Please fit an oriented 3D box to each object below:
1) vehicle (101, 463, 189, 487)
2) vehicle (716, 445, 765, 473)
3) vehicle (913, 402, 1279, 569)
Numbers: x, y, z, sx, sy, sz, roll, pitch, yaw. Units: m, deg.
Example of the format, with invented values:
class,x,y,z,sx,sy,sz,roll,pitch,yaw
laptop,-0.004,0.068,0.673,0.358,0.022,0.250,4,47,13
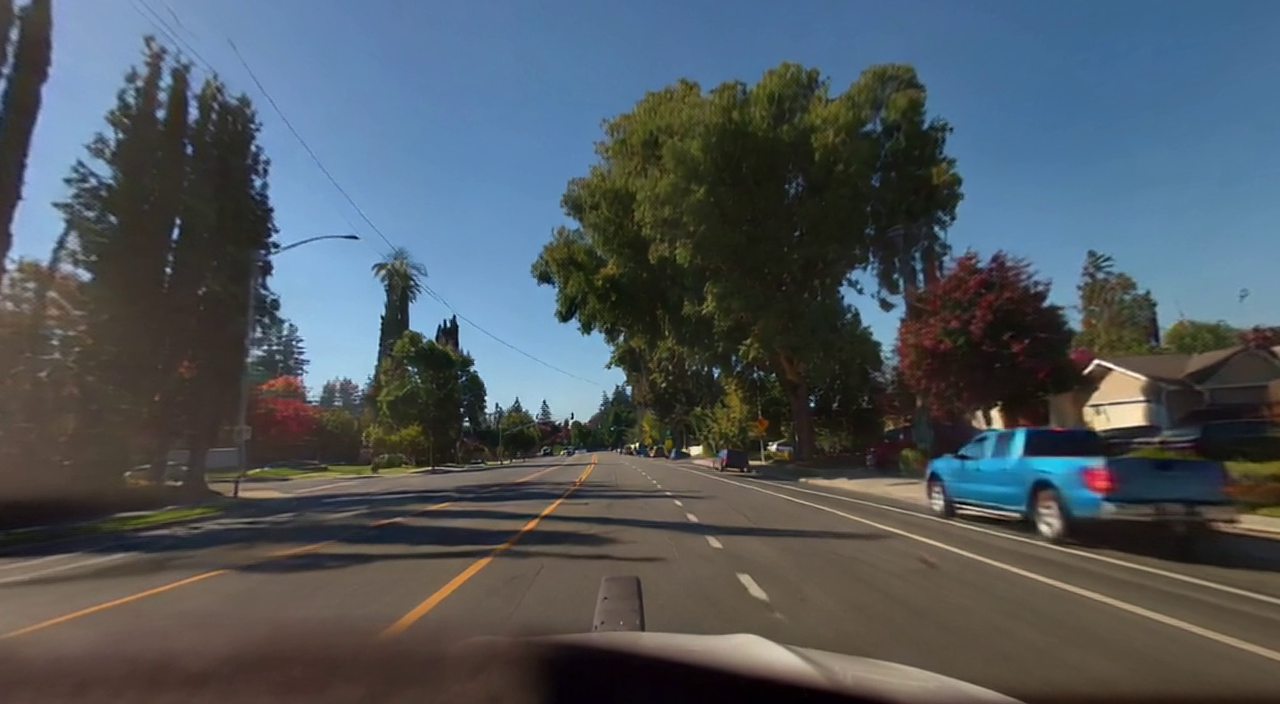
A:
class,x,y,z,sx,sy,sz,roll,pitch,yaw
vehicle,-32.901,8.184,42.061,4.242,1.473,1.820,0,-9,-3
vehicle,5.701,6.133,36.382,1.969,1.495,4.328,0,-9,-2
vehicle,6.739,1.928,10.003,2.285,1.868,5.575,0,-9,-1
